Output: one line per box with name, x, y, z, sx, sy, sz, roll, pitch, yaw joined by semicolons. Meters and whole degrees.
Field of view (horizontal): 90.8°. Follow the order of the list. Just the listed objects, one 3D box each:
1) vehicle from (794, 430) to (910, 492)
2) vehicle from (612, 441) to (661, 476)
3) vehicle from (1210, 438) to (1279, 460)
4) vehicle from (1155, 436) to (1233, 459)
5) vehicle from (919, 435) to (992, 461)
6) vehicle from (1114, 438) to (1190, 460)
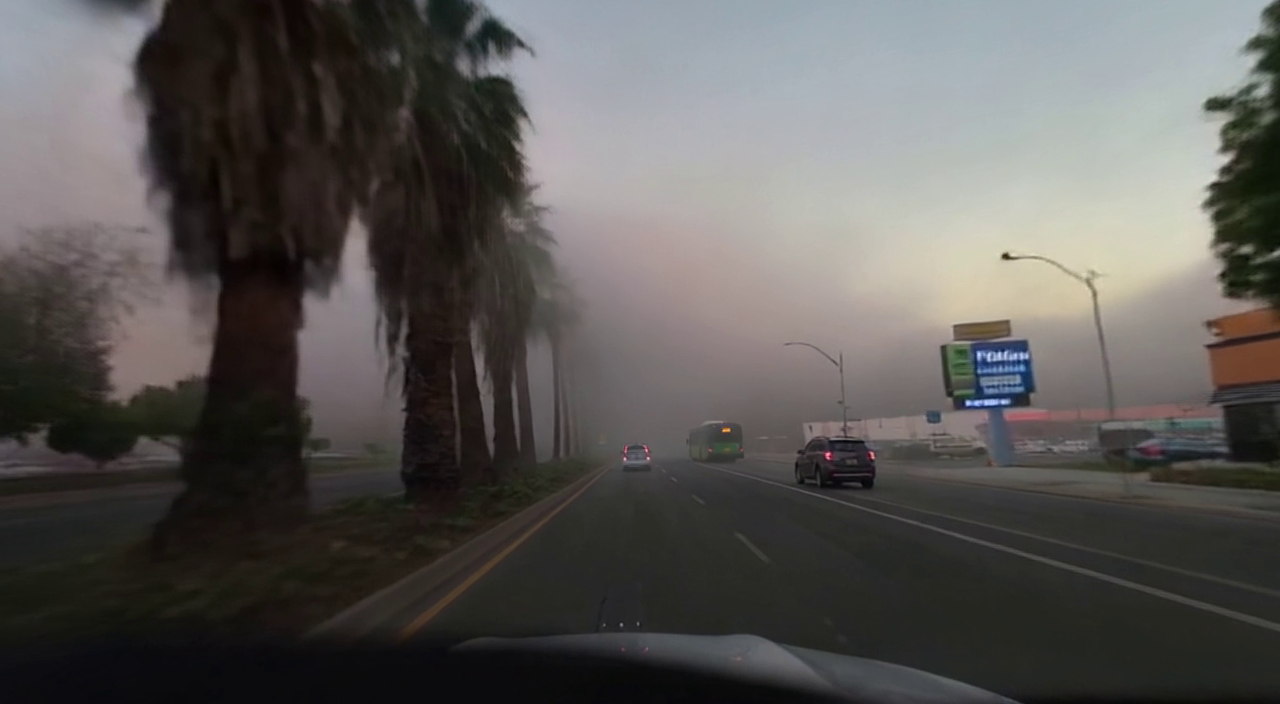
vehicle;6.320;3.309;19.407;2.031;1.670;4.154;0;-9;-1
vehicle;-0.146;4.844;28.945;2.065;1.477;4.306;0;-9;0
vehicle;43.397;6.813;44.545;1.932;1.414;4.451;-2;-8;-6
vehicle;38.647;6.683;44.184;1.778;1.478;4.067;-3;-9;2
vehicle;24.104;7.357;48.313;4.595;1.845;1.919;0;-8;-6
vehicle;36.056;6.859;44.673;1.831;1.432;4.544;-1;-9;5
